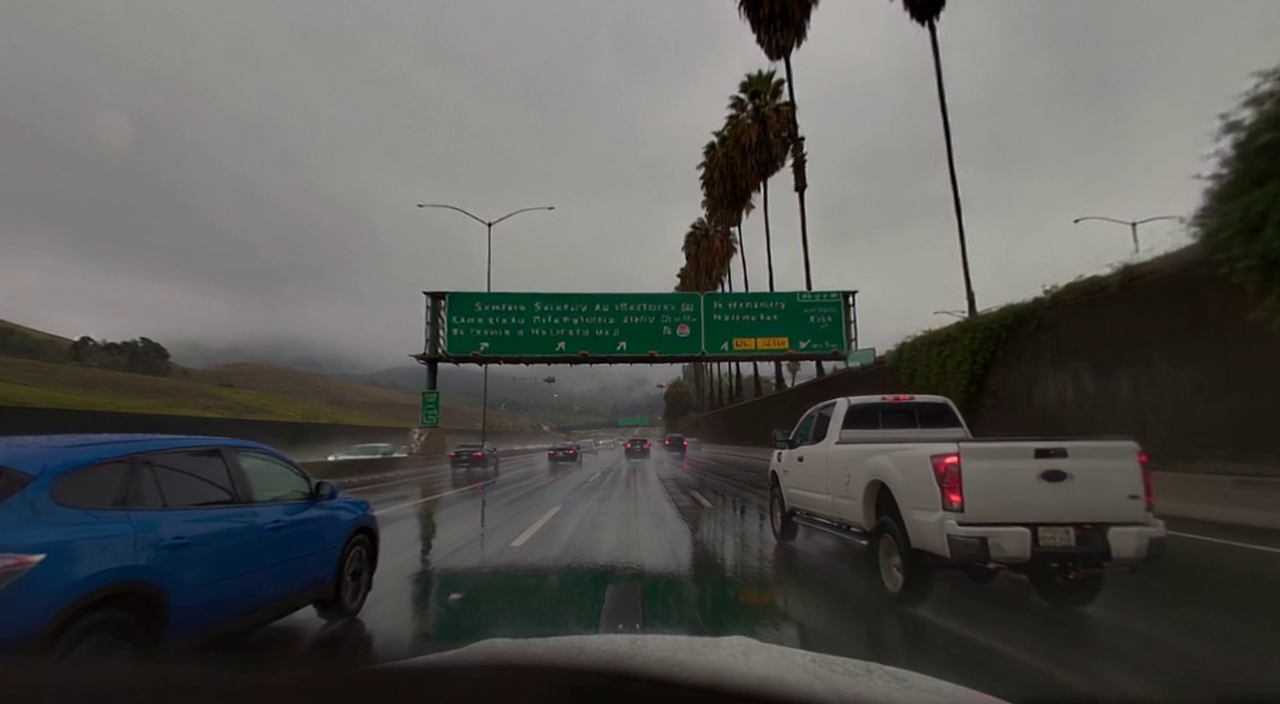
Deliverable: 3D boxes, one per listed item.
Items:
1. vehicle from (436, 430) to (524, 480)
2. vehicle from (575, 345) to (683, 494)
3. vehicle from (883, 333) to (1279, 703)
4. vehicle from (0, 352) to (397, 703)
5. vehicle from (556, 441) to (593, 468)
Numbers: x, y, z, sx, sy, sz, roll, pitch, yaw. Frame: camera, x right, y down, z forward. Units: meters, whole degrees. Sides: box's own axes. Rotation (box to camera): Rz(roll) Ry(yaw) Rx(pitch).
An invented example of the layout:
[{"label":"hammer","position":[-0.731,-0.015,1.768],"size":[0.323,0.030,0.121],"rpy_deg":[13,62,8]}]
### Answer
[{"label":"vehicle","position":[-6.863,4.491,27.865],"size":[2.344,1.954,5.579],"rpy_deg":[0,-9,1]},{"label":"vehicle","position":[-0.207,2.614,22.511],"size":[2.906,4.040,10.743],"rpy_deg":[0,-9,1]},{"label":"vehicle","position":[3.169,0.803,3.267],"size":[1.859,1.416,4.695],"rpy_deg":[0,-9,-1]},{"label":"vehicle","position":[-3.212,1.075,3.767],"size":[1.885,1.654,4.103],"rpy_deg":[0,-9,0]},{"label":"vehicle","position":[-3.883,6.170,38.132],"size":[1.874,1.475,4.328],"rpy_deg":[0,-9,-1]}]
